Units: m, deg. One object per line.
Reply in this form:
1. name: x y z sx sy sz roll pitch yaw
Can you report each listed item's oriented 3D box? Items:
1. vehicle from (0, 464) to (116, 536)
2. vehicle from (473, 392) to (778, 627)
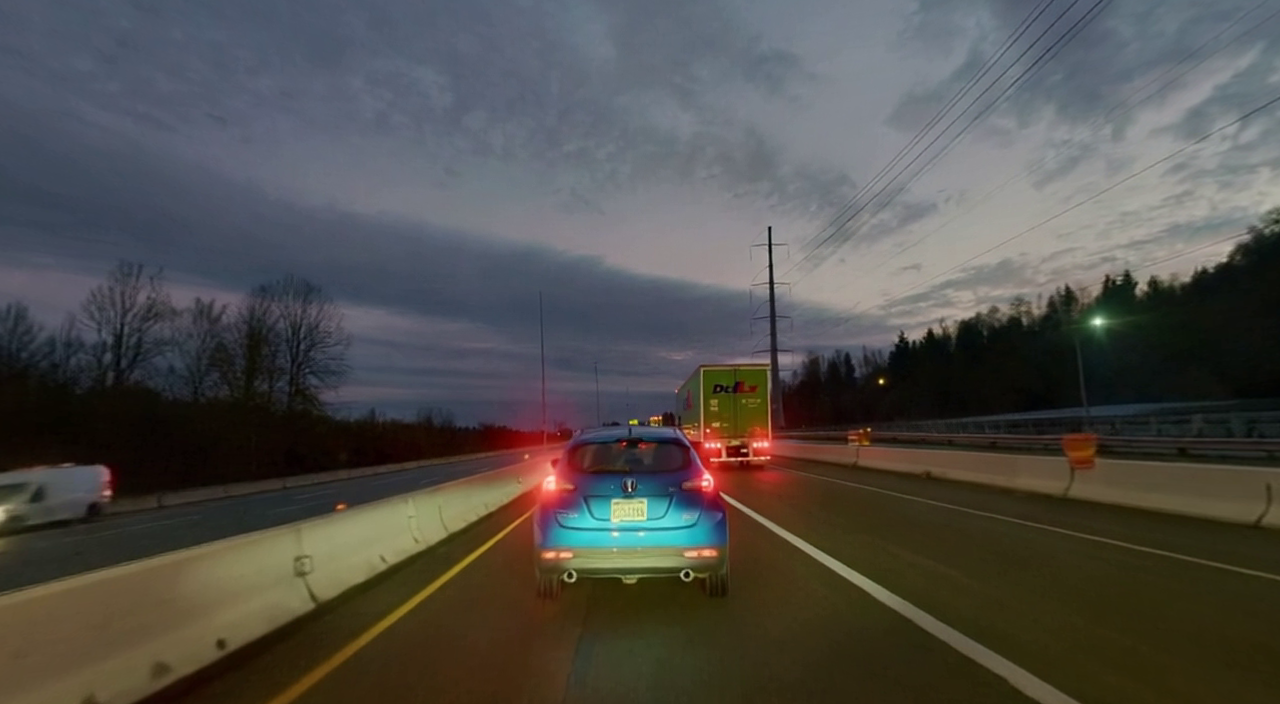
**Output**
1. vehicle: -20.071 4.728 20.445 2.081 1.900 4.823 0 -8 -4
2. vehicle: -0.138 1.332 6.288 2.062 1.581 3.914 0 -8 -1
